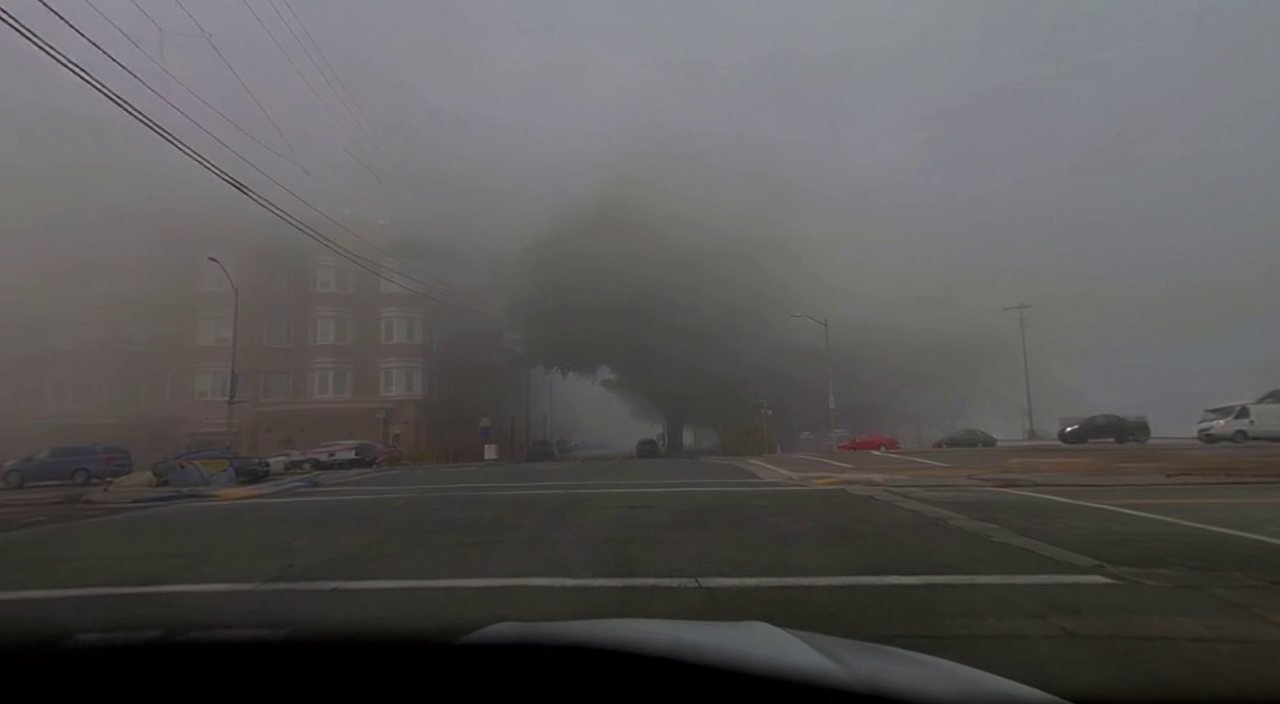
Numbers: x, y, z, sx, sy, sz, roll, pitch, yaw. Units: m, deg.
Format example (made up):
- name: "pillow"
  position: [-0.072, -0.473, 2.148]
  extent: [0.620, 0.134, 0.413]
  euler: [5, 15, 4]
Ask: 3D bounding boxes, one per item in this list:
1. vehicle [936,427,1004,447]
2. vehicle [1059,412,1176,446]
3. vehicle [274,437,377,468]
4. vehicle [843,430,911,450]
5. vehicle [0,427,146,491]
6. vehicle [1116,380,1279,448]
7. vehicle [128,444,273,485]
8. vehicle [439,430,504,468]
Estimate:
- name: "vehicle"
  position: [26.083, 6.741, 49.855]
  extent: [4.323, 1.507, 1.896]
  euler: [0, -9, -3]
- name: "vehicle"
  position: [29.454, 4.774, 39.017]
  extent: [5.277, 2.032, 2.408]
  euler: [0, -7, -2]
- name: "vehicle"
  position: [-17.237, 5.536, 34.786]
  extent: [2.010, 1.583, 4.582]
  euler: [-6, -11, 34]
- name: "vehicle"
  position: [18.550, 6.903, 49.491]
  extent: [4.528, 1.458, 1.939]
  euler: [1, -7, -4]
- name: "vehicle"
  position: [-21.446, 4.045, 23.919]
  extent: [3.506, 2.261, 2.158]
  euler: [-1, -9, 5]
- name: "vehicle"
  position: [33.607, 3.548, 35.906]
  extent: [10.986, 3.604, 2.707]
  euler: [0, -8, -5]
- name: "vehicle"
  position: [-16.282, 4.170, 23.461]
  extent: [4.233, 1.432, 1.755]
  euler: [-1, -9, 6]
- name: "vehicle"
  position: [-8.213, 4.825, 31.244]
  extent: [2.156, 1.620, 4.945]
  euler: [3, -9, -4]
